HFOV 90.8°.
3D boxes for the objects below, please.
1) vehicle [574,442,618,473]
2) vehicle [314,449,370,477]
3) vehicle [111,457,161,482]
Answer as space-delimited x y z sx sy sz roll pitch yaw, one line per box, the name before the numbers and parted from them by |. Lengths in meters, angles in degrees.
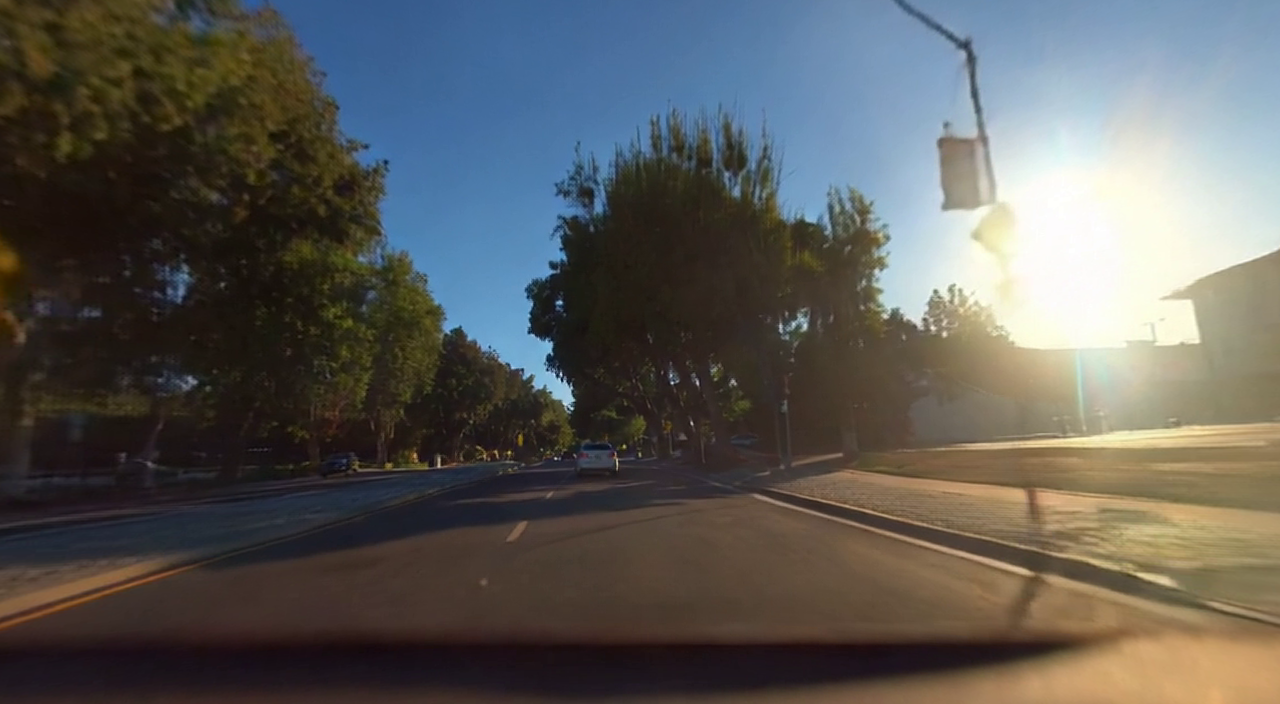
vehicle | -2.265 5.459 32.969 2.142 1.501 4.273 0 -9 -4
vehicle | -21.846 8.123 46.537 2.109 1.858 5.253 1 -9 -7
vehicle | -34.724 8.052 43.611 1.809 1.551 4.352 4 -10 -27
